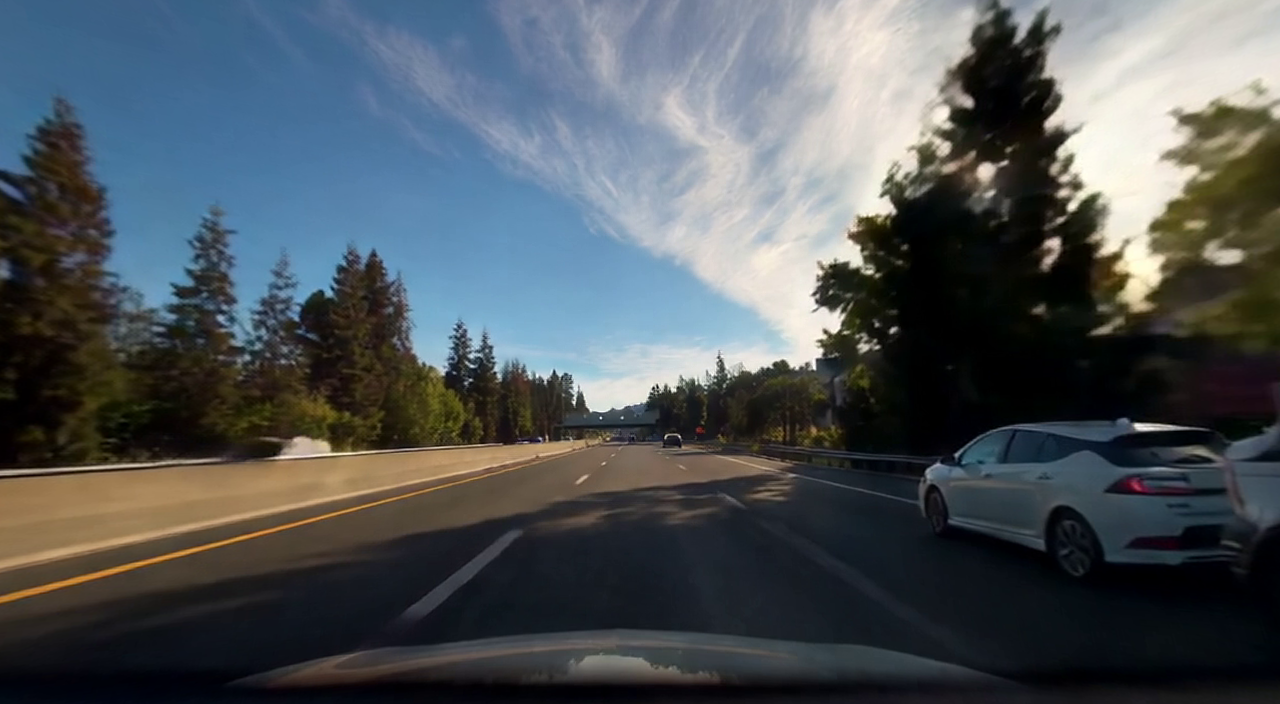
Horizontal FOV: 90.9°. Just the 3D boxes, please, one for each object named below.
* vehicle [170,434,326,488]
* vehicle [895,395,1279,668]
[{"bbox_3d":[-12.195,3.390,20.039,2.052,1.506,4.537,0,-8,0],"label":"vehicle"},{"bbox_3d":[4.511,1.366,6.082,2.095,1.587,4.638,0,-8,-1],"label":"vehicle"}]
